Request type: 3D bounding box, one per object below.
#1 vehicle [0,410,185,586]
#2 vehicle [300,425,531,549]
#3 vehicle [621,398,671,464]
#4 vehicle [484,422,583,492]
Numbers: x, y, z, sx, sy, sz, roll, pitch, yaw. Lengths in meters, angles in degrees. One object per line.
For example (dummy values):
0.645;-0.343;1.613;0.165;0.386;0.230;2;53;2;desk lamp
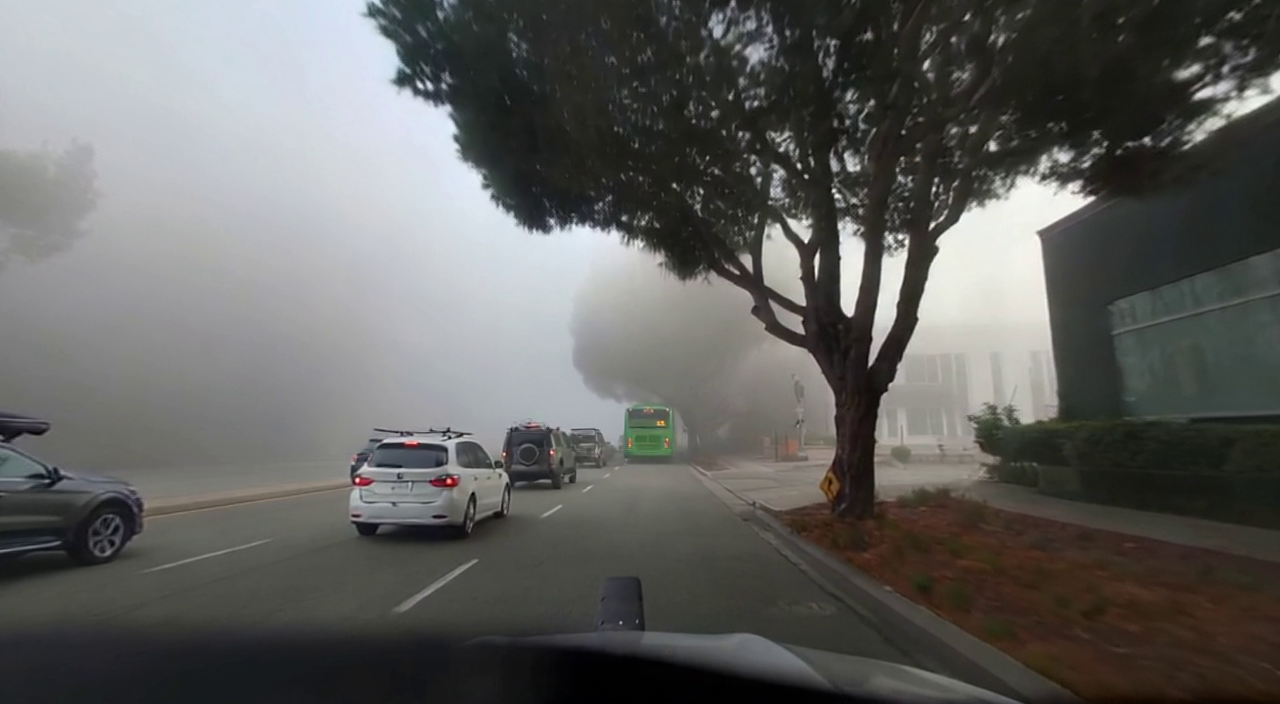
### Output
-7.341;1.441;6.270;2.252;1.686;4.447;0;-9;1;vehicle
-3.299;2.086;10.444;2.042;1.571;4.475;0;-9;2;vehicle
0.484;5.581;43.523;2.970;3.857;12.200;0;-9;1;vehicle
-3.166;3.274;19.986;2.095;1.892;5.043;0;-9;2;vehicle
